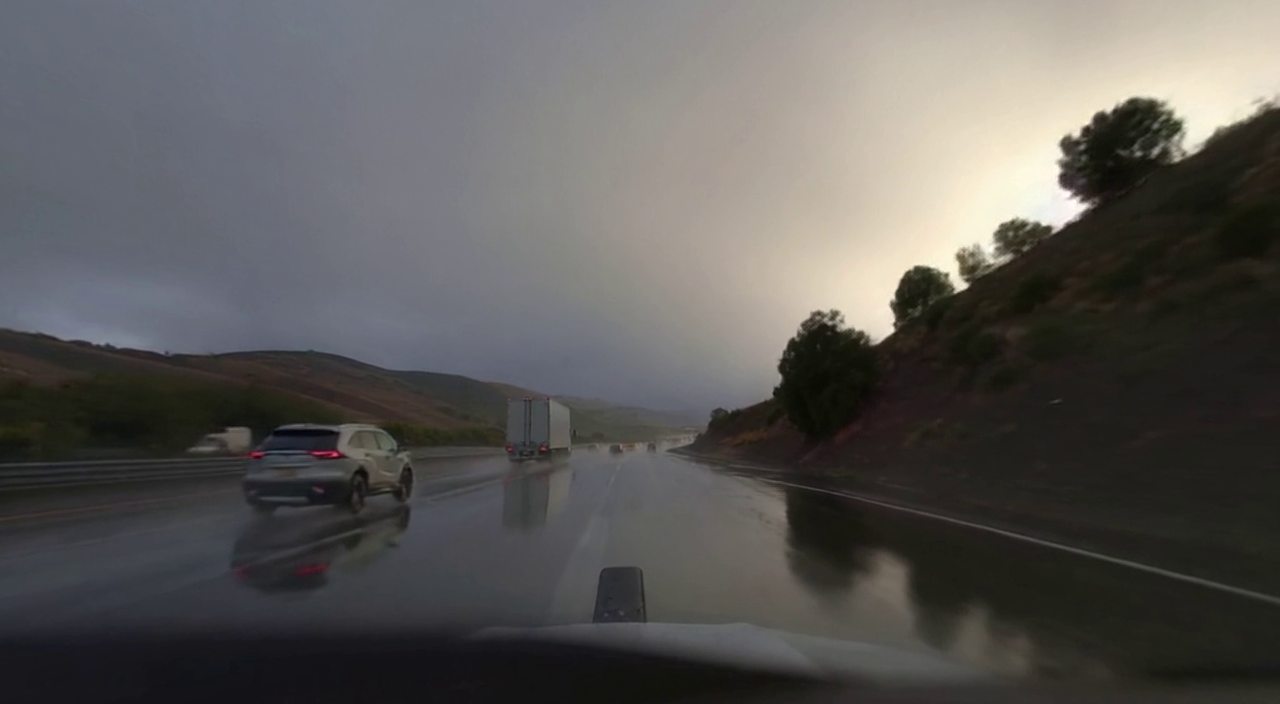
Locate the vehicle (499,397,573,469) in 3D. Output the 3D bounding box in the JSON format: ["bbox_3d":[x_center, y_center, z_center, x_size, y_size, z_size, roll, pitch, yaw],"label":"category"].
[{"bbox_3d":[-6.286,5.233,39.943,2.981,3.860,11.022,1,-8,-1],"label":"vehicle"}]

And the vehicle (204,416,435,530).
[{"bbox_3d":[-5.684,2.199,11.971,2.099,1.734,4.413,1,-8,-1],"label":"vehicle"}]
